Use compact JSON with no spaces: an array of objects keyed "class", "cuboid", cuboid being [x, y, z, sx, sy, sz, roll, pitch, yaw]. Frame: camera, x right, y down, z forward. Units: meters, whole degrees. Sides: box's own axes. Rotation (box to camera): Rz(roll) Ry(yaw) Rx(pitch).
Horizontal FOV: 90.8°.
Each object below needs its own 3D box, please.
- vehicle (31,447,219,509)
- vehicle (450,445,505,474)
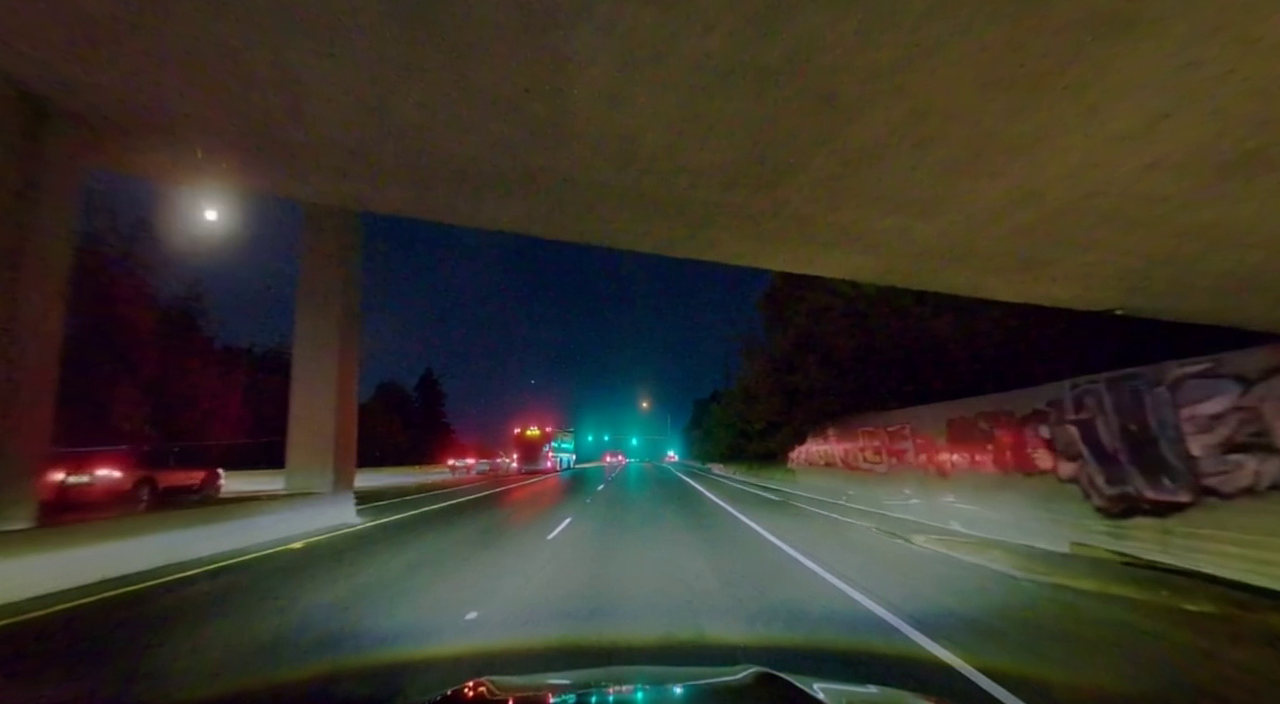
[{"class":"vehicle","cuboid":[-13.795,3.340,17.249,1.878,1.470,3.825,0,-9,0]},{"class":"vehicle","cuboid":[-9.510,6.310,37.359,1.979,1.600,4.516,0,-9,1]}]
